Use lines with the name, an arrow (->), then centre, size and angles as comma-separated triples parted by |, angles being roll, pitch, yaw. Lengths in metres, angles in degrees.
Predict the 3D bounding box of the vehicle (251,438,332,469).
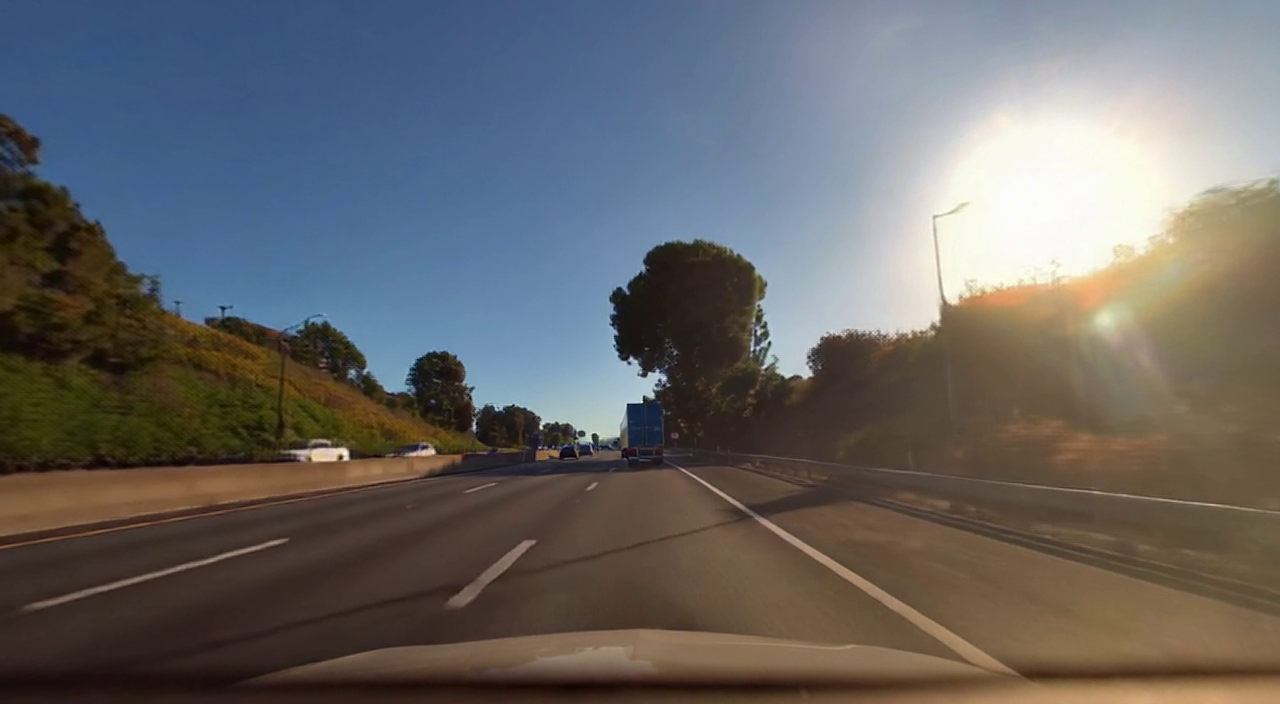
vehicle -> -20.604, 6.020, 37.503 | 1.974, 1.668, 4.917 | 0, -8, 1

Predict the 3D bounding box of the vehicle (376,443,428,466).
vehicle -> -16.833, 7.256, 44.776 | 1.878, 1.537, 4.489 | 0, -8, 0
